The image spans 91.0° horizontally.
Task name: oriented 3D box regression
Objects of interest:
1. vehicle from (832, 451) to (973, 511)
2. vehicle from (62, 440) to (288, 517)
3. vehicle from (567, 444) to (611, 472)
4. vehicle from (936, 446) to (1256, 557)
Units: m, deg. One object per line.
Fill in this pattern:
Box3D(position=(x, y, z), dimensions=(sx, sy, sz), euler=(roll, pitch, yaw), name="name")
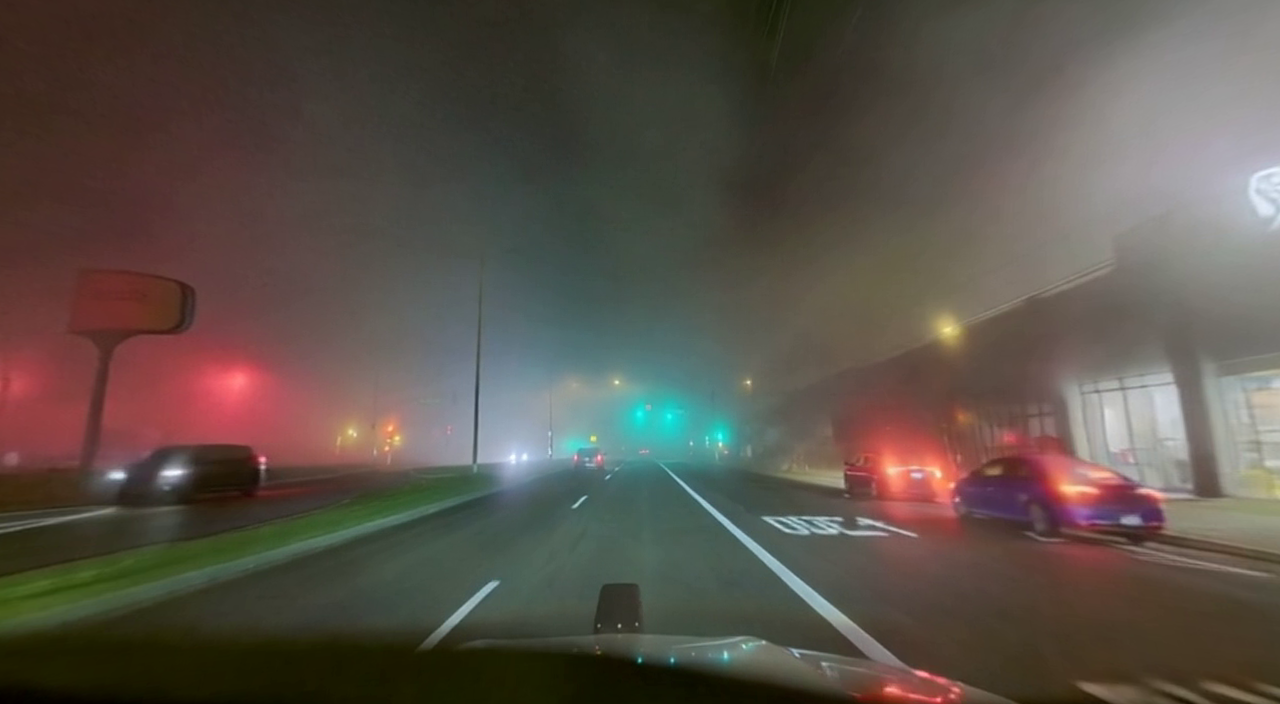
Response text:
Box3D(position=(7.269, 3.591, 18.049), dimensions=(2.009, 1.429, 4.562), euler=(0, -9, -1), name="vehicle")
Box3D(position=(-10.375, 2.822, 14.560), dimensions=(2.051, 1.492, 4.132), euler=(0, -9, 0), name="vehicle")
Box3D(position=(-2.825, 5.961, 35.599), dimensions=(2.078, 1.471, 4.217), euler=(0, -9, 0), name="vehicle")
Box3D(position=(7.392, 2.417, 11.079), dimensions=(1.968, 1.493, 4.878), euler=(0, -9, 0), name="vehicle")
